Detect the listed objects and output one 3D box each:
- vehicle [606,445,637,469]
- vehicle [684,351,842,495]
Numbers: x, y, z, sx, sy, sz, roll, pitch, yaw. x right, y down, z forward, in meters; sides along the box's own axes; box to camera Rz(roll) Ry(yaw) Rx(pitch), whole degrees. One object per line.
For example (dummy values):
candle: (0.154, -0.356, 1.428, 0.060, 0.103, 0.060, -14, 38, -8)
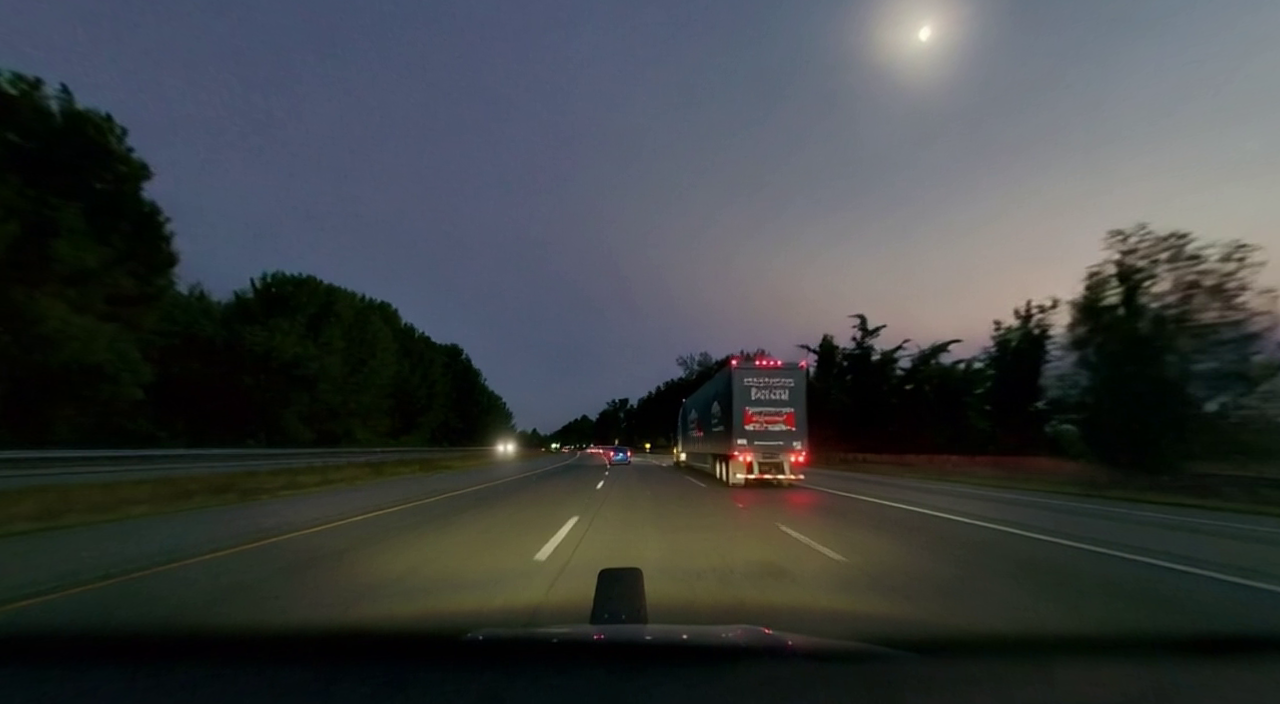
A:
vehicle: (-1.183, 6.856, 41.219, 1.913, 1.460, 3.610, 0, -9, -1)
vehicle: (3.899, 3.021, 24.632, 2.951, 4.012, 14.203, 0, -9, -2)
